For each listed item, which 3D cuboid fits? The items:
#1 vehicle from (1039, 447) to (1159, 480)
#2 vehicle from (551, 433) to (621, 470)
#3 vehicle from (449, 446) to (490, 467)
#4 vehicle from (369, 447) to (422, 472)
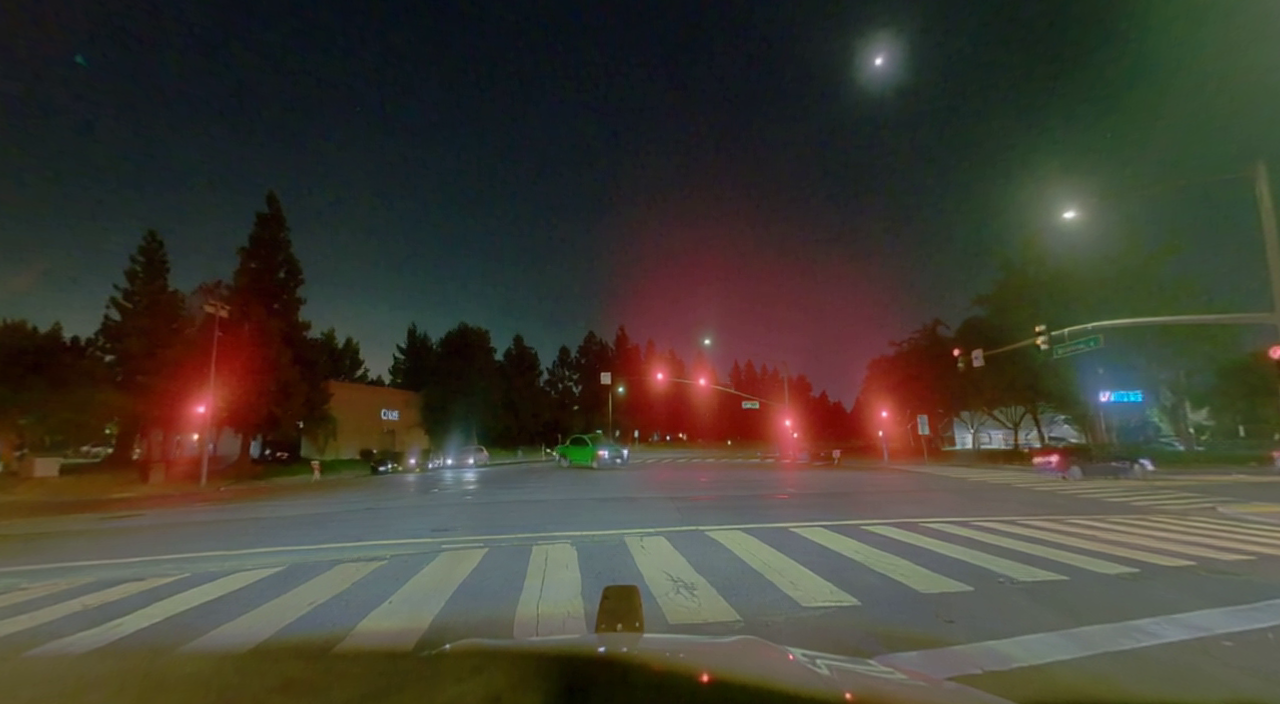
[{"bbox_3d":[21.578,5.201,29.721,4.658,1.478,1.946,2,-9,-15],"label":"vehicle"},{"bbox_3d":[-3.222,5.697,36.429,2.289,1.927,5.667,4,-9,-24],"label":"vehicle"},{"bbox_3d":[-12.634,7.762,47.088,1.946,1.474,4.008,0,-9,0],"label":"vehicle"},{"bbox_3d":[-16.257,7.133,42.232,1.883,1.586,4.297,0,-9,-1],"label":"vehicle"}]
